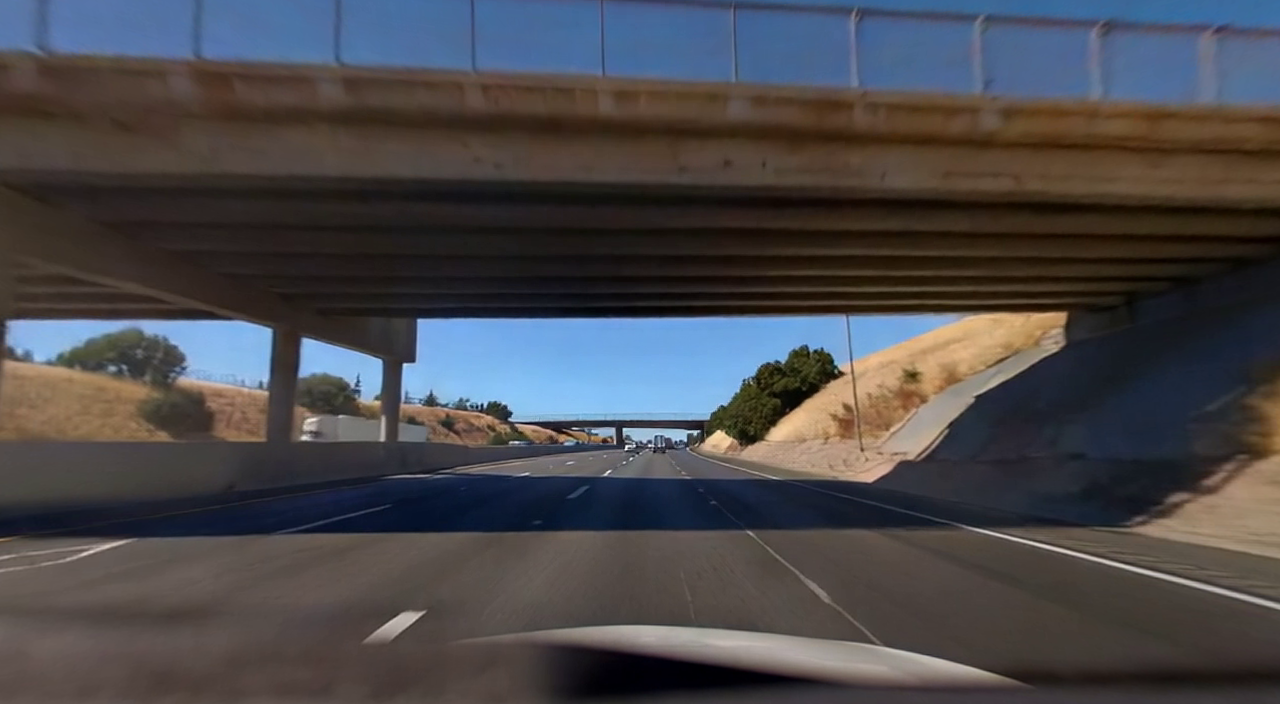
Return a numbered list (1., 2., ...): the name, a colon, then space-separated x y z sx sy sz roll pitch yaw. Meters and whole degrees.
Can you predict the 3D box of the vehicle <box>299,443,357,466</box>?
1. vehicle: -23.482 7.715 47.708 1.958 1.613 4.502 0 -9 2
